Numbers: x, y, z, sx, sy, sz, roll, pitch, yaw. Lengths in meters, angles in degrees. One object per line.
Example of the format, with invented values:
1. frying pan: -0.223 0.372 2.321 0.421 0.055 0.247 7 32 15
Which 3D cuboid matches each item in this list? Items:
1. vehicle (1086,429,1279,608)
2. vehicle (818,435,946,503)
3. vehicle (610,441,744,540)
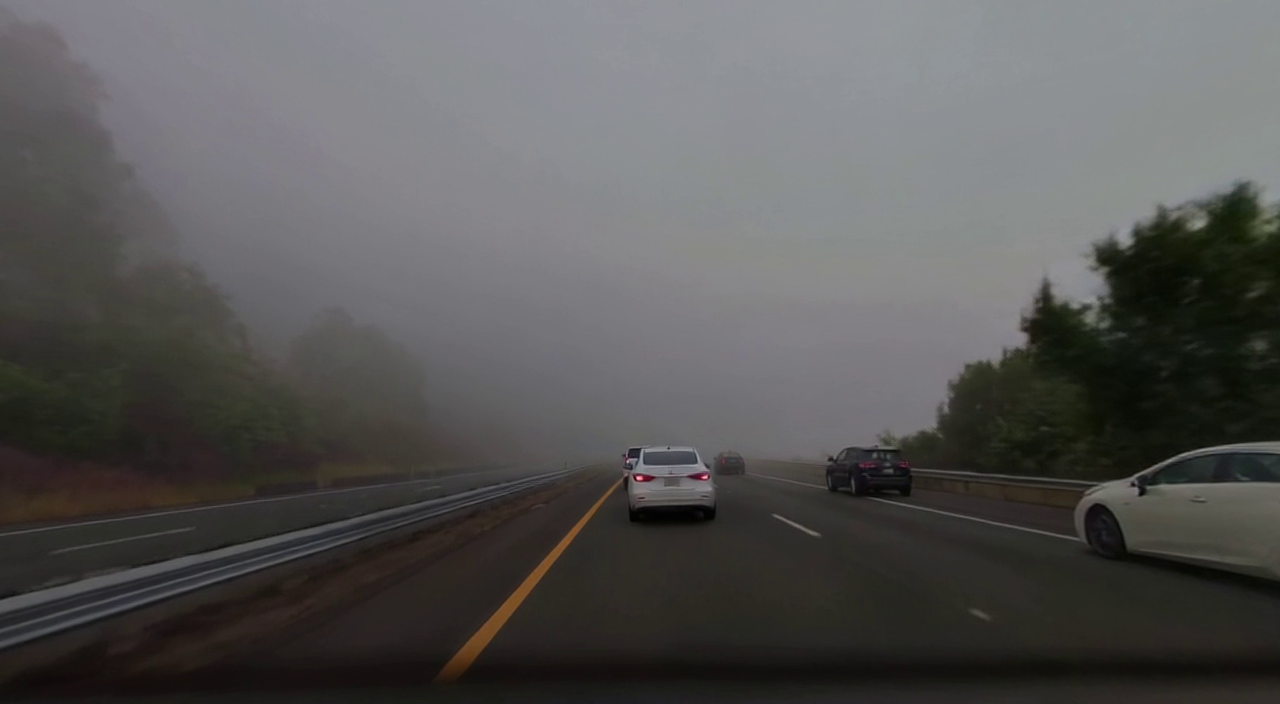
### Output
1. vehicle: 6.355 1.418 5.455 1.965 1.484 4.090 0 -9 0
2. vehicle: 6.806 3.330 18.308 1.980 1.702 4.235 0 -9 0
3. vehicle: 0.572 2.445 11.679 2.076 1.485 3.774 0 -9 0
